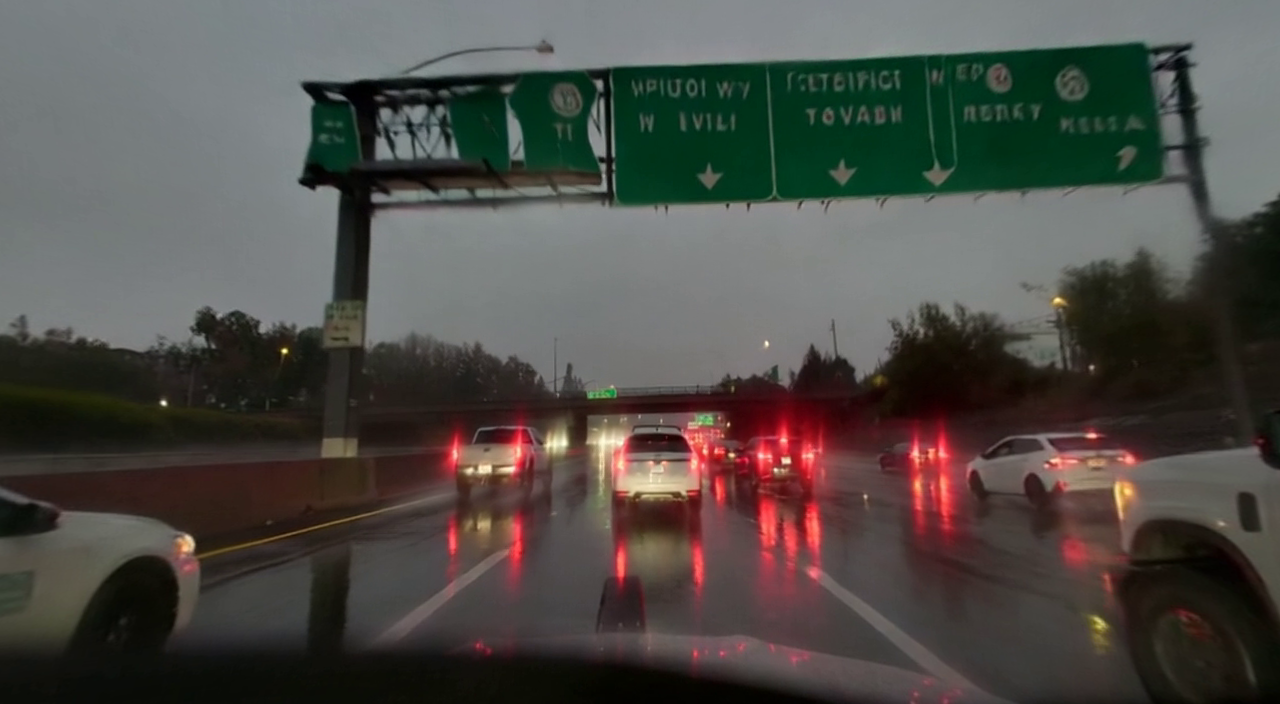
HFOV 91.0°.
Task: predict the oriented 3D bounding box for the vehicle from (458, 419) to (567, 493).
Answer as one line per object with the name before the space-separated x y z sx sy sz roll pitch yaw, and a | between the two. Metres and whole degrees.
vehicle | -3.994 3.434 21.092 2.212 2.101 6.052 0 -9 1

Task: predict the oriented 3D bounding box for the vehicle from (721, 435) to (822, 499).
vehicle | 3.723 3.360 18.764 2.022 1.633 4.651 0 -9 0

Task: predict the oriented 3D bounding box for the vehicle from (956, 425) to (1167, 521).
vehicle | 9.109 2.633 14.165 1.977 1.795 4.208 0 -9 4

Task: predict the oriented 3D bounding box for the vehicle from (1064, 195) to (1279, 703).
vehicle | 3.551 0.306 0.810 2.300 2.242 5.327 0 -9 1

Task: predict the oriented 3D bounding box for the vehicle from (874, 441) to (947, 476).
vehicle | 14.445 5.694 33.948 2.085 1.754 4.466 0 -9 2

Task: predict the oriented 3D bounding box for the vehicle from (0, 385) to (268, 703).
vehicle | -3.705 0.837 2.053 2.014 1.579 4.761 0 -9 1

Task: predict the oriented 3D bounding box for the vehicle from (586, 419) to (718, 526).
vehicle | 0.237 2.328 12.633 2.181 1.756 4.167 0 -9 1
